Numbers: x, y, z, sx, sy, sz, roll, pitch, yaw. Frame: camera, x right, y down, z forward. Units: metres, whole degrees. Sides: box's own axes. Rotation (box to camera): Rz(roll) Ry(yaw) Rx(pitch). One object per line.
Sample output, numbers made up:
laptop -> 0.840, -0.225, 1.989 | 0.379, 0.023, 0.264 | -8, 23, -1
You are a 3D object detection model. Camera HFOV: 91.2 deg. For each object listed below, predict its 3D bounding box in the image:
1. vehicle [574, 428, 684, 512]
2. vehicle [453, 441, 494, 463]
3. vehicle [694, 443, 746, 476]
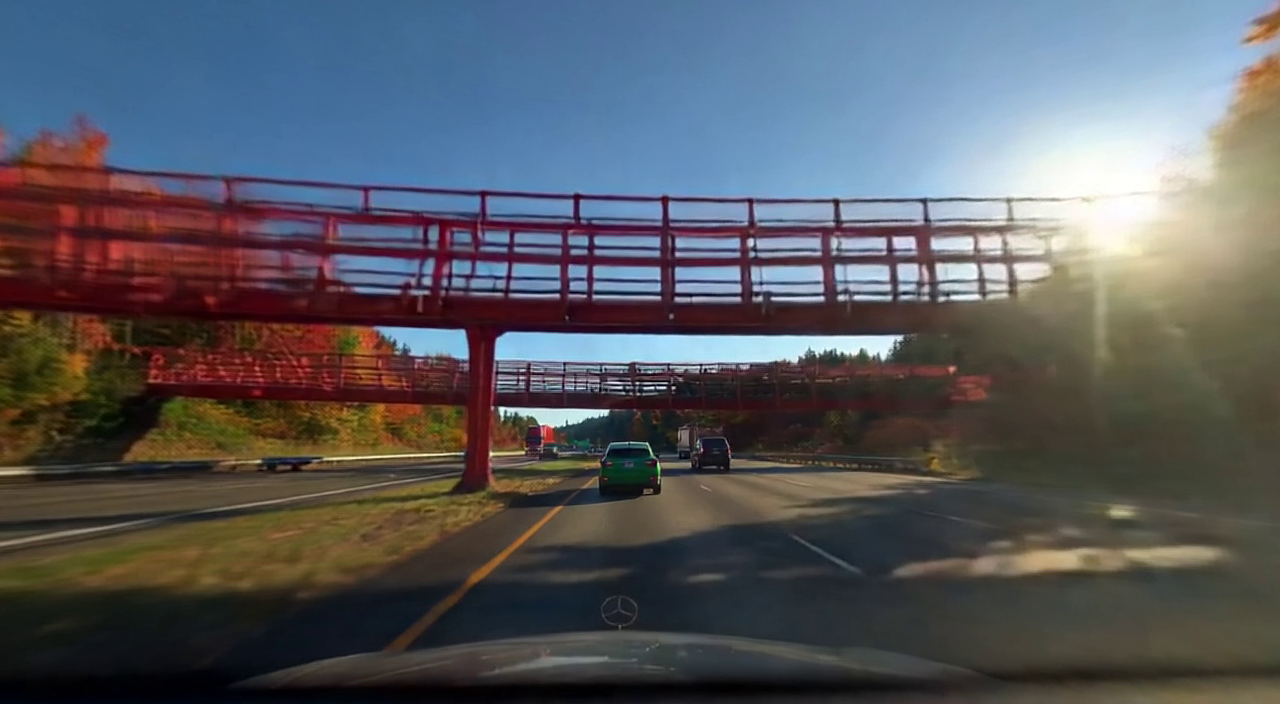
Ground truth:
vehicle -> -0.254, 2.751, 15.062 | 2.259, 1.699, 4.015 | 0, -9, -1
vehicle -> -12.571, 7.570, 47.549 | 1.938, 1.516, 4.282 | 0, -9, 0
vehicle -> 3.895, 5.285, 31.107 | 1.894, 1.487, 3.751 | 0, -9, -2
